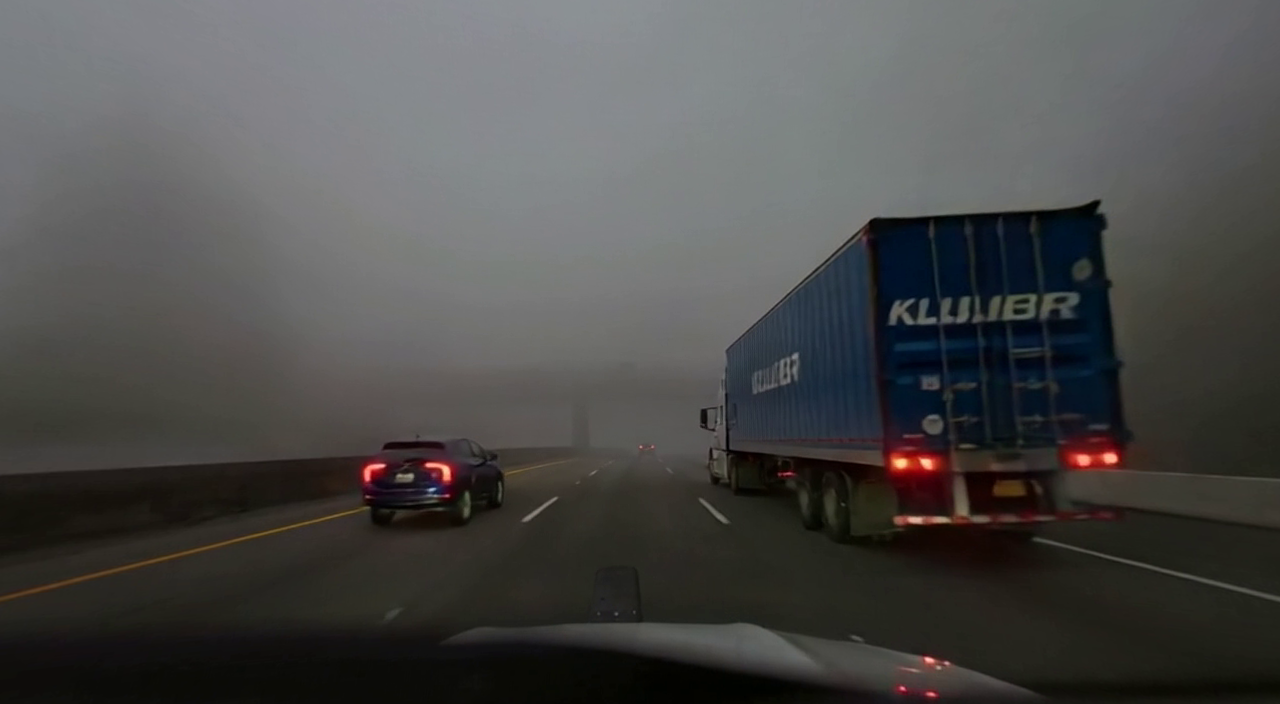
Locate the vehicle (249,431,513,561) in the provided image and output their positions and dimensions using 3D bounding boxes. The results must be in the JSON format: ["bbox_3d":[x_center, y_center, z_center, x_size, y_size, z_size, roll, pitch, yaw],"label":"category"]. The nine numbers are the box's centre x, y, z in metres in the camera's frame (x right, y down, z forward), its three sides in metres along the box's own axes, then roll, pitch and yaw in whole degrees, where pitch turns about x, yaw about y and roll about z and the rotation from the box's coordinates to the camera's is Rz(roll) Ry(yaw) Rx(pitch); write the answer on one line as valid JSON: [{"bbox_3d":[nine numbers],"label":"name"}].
[{"bbox_3d":[-3.612,2.076,9.964,2.276,1.551,4.484,0,-8,0],"label":"vehicle"}]

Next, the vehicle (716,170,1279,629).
[{"bbox_3d":[3.793,1.088,10.677,3.306,3.531,11.717,0,-8,-1],"label":"vehicle"}]
